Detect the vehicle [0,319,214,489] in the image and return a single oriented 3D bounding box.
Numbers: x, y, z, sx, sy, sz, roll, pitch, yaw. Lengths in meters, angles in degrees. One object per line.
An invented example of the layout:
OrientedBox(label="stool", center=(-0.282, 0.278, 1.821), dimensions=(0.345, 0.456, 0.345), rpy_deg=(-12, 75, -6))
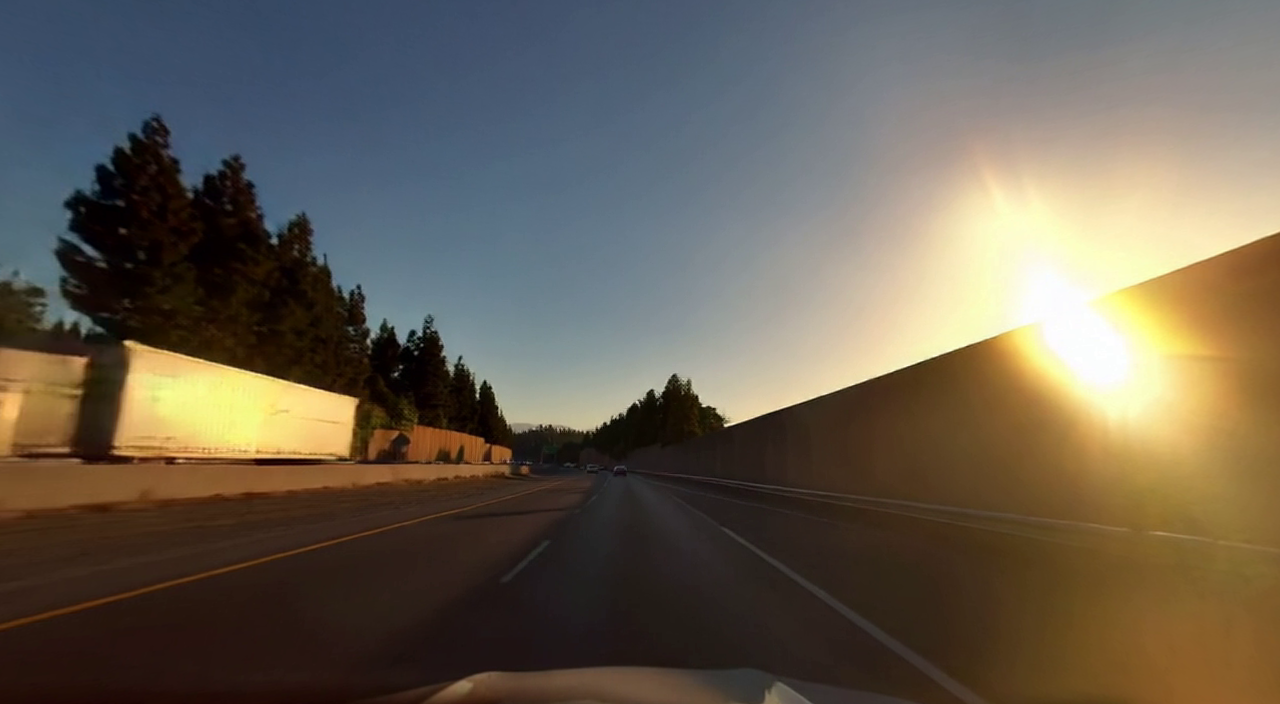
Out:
OrientedBox(label="vehicle", center=(-15.119, 1.633, 17.027), dimensions=(3.006, 3.840, 5.721), rpy_deg=(1, -10, -1))
